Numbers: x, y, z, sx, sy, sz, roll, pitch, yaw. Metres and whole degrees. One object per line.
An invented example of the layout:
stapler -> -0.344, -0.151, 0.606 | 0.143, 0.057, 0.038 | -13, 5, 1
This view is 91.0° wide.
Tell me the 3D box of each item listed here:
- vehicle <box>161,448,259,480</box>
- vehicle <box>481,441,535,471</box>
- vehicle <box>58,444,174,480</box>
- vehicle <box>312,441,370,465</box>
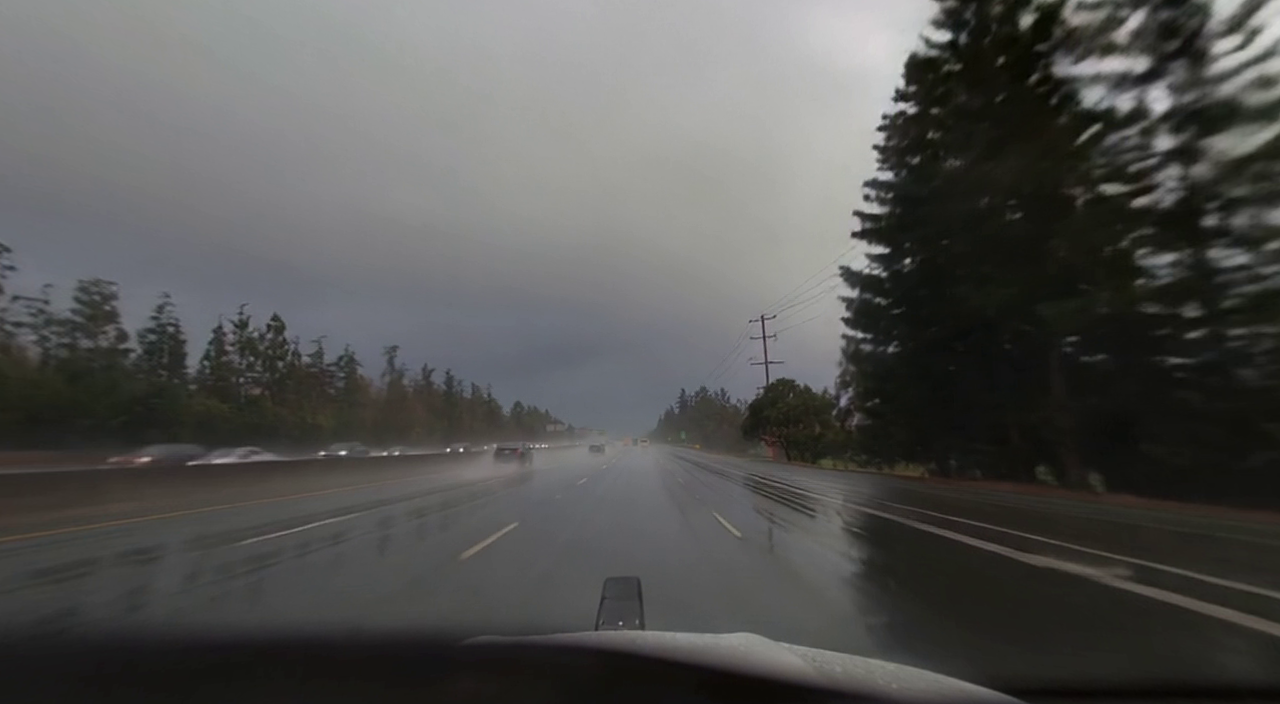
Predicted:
vehicle -> -21.679, 5.649, 31.989 | 1.855, 1.496, 4.408 | 0, -9, 0
vehicle -> -7.412, 5.877, 35.793 | 2.034, 1.563, 4.476 | 0, -9, 1
vehicle -> -25.382, 5.320, 30.728 | 1.897, 1.611, 4.344 | 0, -9, 0
vehicle -> -21.621, 7.340, 45.763 | 1.934, 1.598, 4.794 | 0, -9, 0
